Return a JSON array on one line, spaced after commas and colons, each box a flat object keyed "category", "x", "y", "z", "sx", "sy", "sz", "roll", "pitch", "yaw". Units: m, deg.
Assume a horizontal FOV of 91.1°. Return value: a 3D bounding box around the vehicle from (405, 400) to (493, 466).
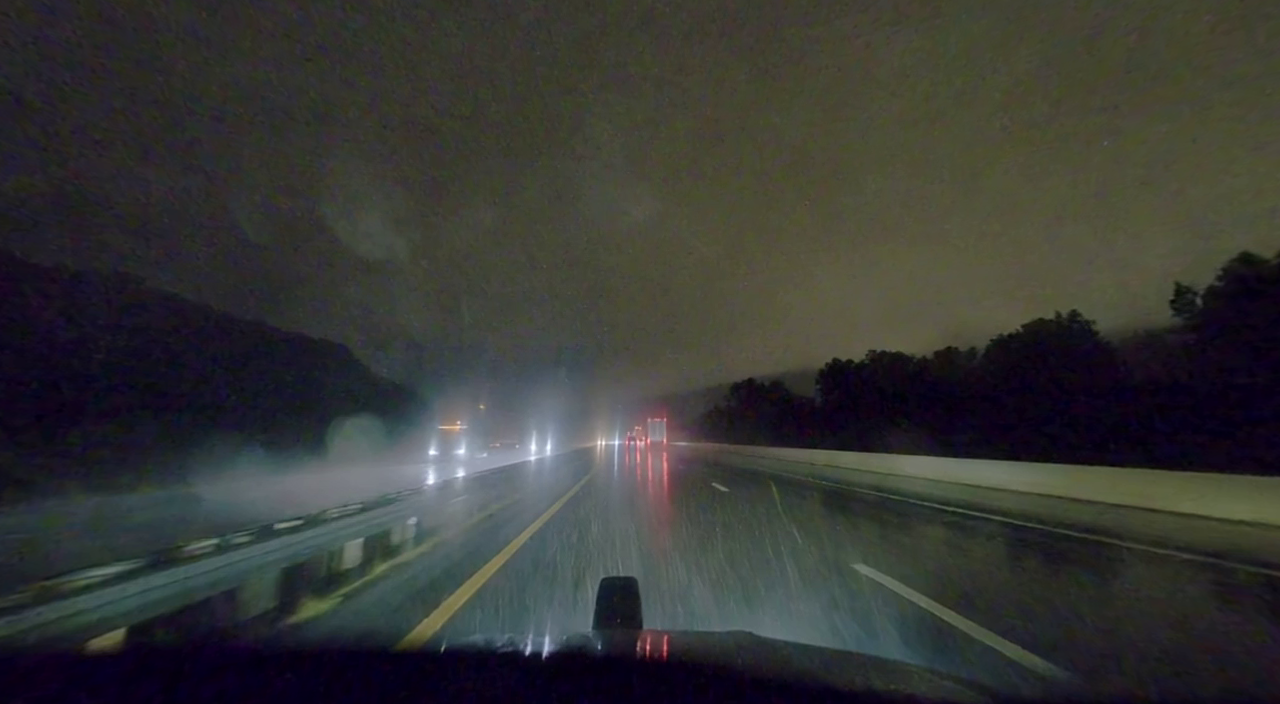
[{"category": "vehicle", "x": -12.909, "y": 5.635, "z": 43.669, "sx": 2.979, "sy": 3.983, "sz": 10.131, "roll": 0, "pitch": -8, "yaw": -1}]
